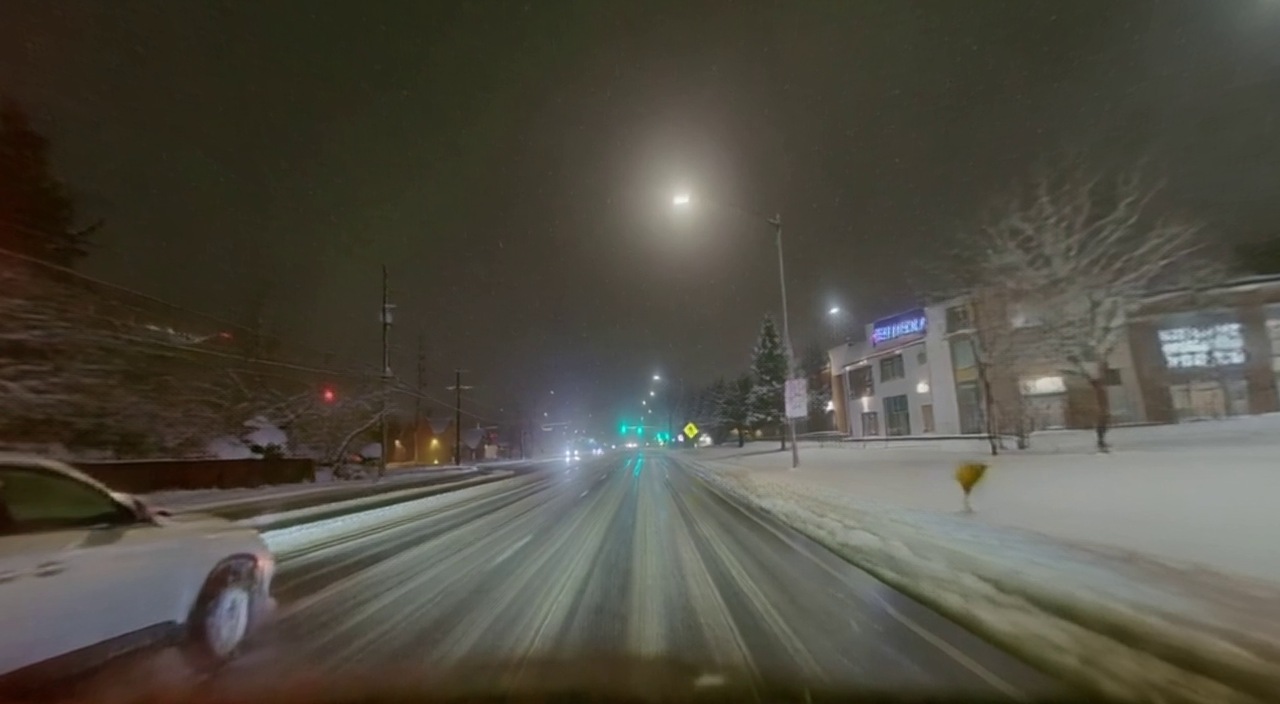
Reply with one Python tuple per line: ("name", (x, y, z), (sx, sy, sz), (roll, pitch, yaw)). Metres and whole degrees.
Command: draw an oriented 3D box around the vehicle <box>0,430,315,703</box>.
("vehicle", (-3.600, 1.075, 2.602), (1.972, 1.490, 4.591), (0, -8, 2))
